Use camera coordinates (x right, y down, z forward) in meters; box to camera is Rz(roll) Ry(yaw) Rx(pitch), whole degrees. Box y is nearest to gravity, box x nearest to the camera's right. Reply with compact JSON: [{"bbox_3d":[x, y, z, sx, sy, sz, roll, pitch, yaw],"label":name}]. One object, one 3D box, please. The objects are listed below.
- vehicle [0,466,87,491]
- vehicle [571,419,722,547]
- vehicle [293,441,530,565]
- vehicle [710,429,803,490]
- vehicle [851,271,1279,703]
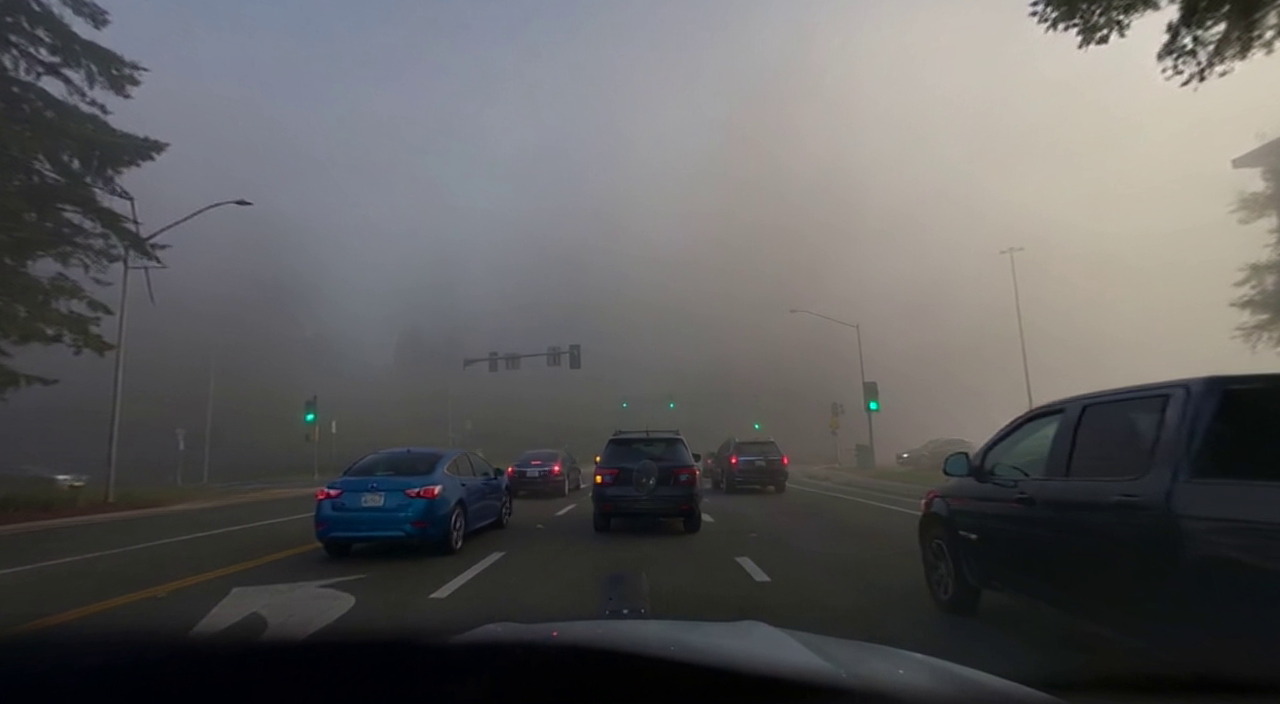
[{"bbox_3d":[-40.927,8.506,42.474,5.100,1.533,2.032,1,-9,-9],"label":"vehicle"},{"bbox_3d":[0.119,2.133,10.853,2.113,1.768,3.901,0,-9,1],"label":"vehicle"},{"bbox_3d":[-3.182,2.176,10.030,1.909,1.476,4.751,0,-8,1],"label":"vehicle"},{"bbox_3d":[3.979,3.809,22.646,2.408,1.908,5.355,0,-9,1],"label":"vehicle"},{"bbox_3d":[3.428,0.878,3.473,2.571,1.857,5.841,0,-9,1],"label":"vehicle"}]
